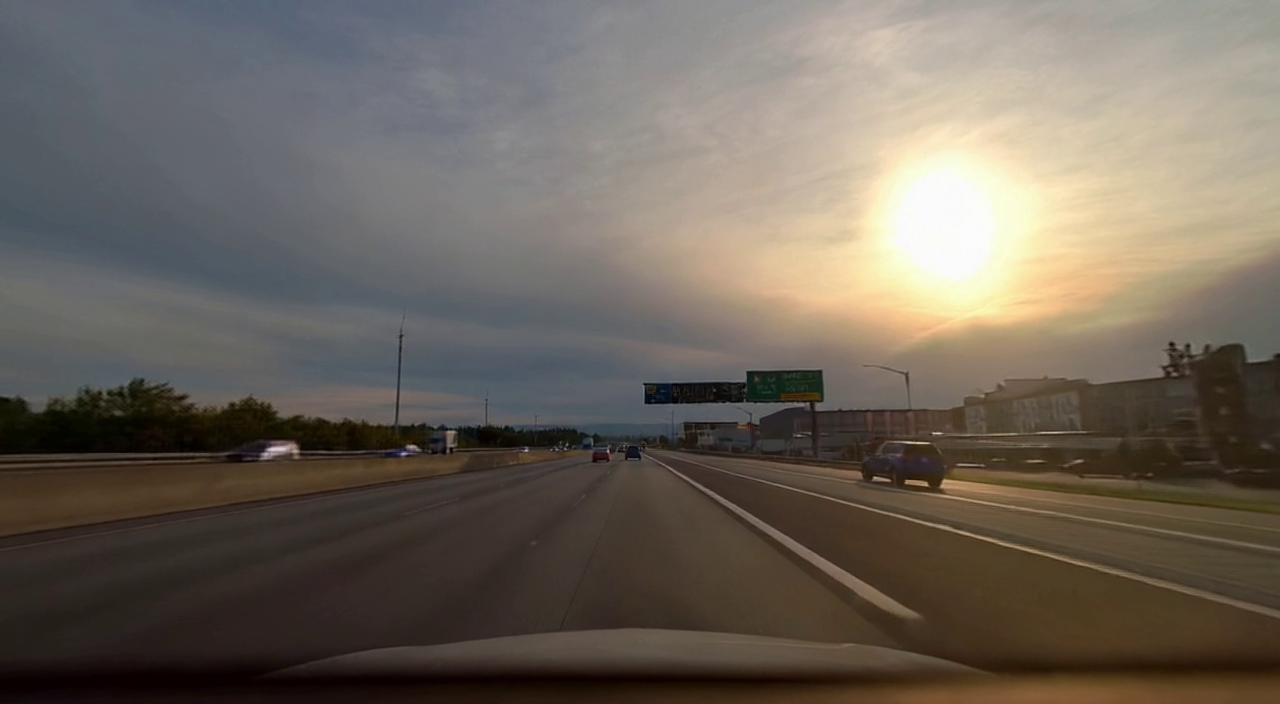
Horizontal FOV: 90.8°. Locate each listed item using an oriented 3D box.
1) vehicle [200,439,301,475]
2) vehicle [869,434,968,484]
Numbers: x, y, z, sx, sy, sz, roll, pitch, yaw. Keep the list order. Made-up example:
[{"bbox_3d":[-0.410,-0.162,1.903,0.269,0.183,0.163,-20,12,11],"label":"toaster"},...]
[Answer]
[{"bbox_3d":[-20.206,5.473,33.074,2.109,1.684,5.028,0,-9,-1],"label":"vehicle"},{"bbox_3d":[14.162,5.485,32.522,2.411,2.326,5.300,0,-9,-3],"label":"vehicle"}]
